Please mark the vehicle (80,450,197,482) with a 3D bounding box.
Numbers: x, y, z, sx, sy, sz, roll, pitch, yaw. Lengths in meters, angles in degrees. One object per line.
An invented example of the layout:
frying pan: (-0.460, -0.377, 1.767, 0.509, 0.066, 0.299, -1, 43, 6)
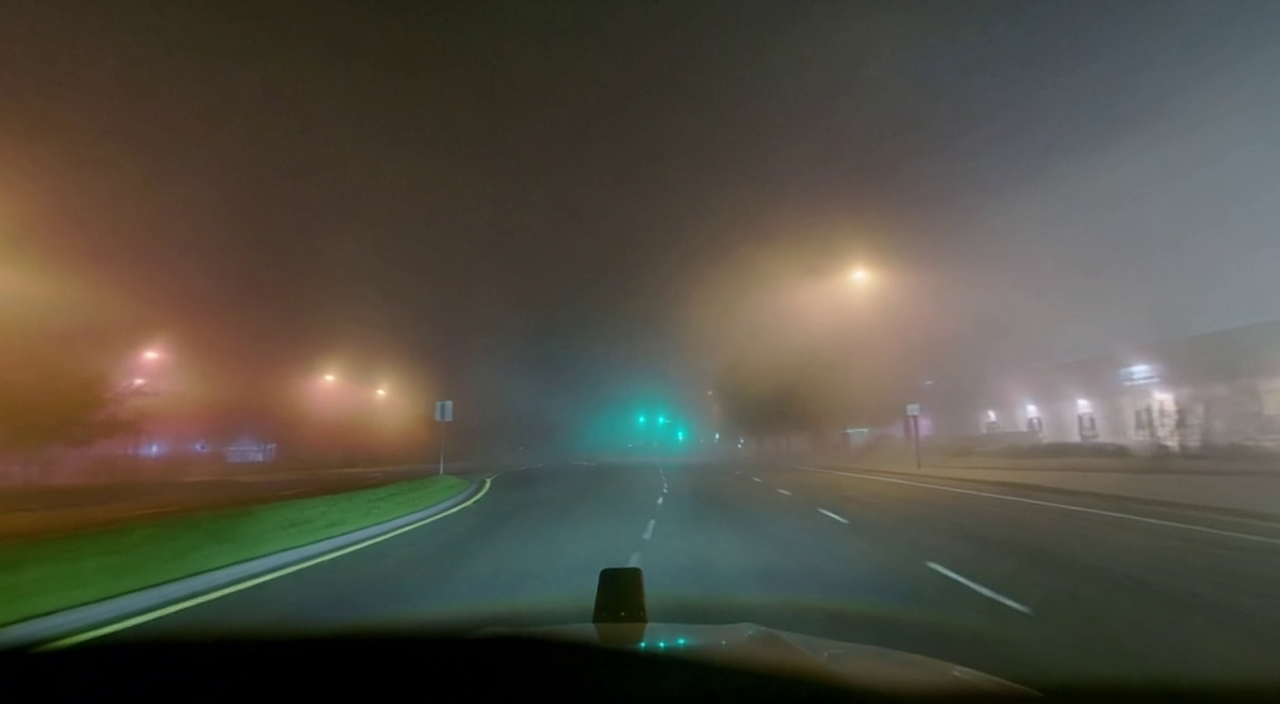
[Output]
vehicle: (-33.271, 7.546, 41.950, 2.510, 1.873, 5.815, -1, -9, 8)
